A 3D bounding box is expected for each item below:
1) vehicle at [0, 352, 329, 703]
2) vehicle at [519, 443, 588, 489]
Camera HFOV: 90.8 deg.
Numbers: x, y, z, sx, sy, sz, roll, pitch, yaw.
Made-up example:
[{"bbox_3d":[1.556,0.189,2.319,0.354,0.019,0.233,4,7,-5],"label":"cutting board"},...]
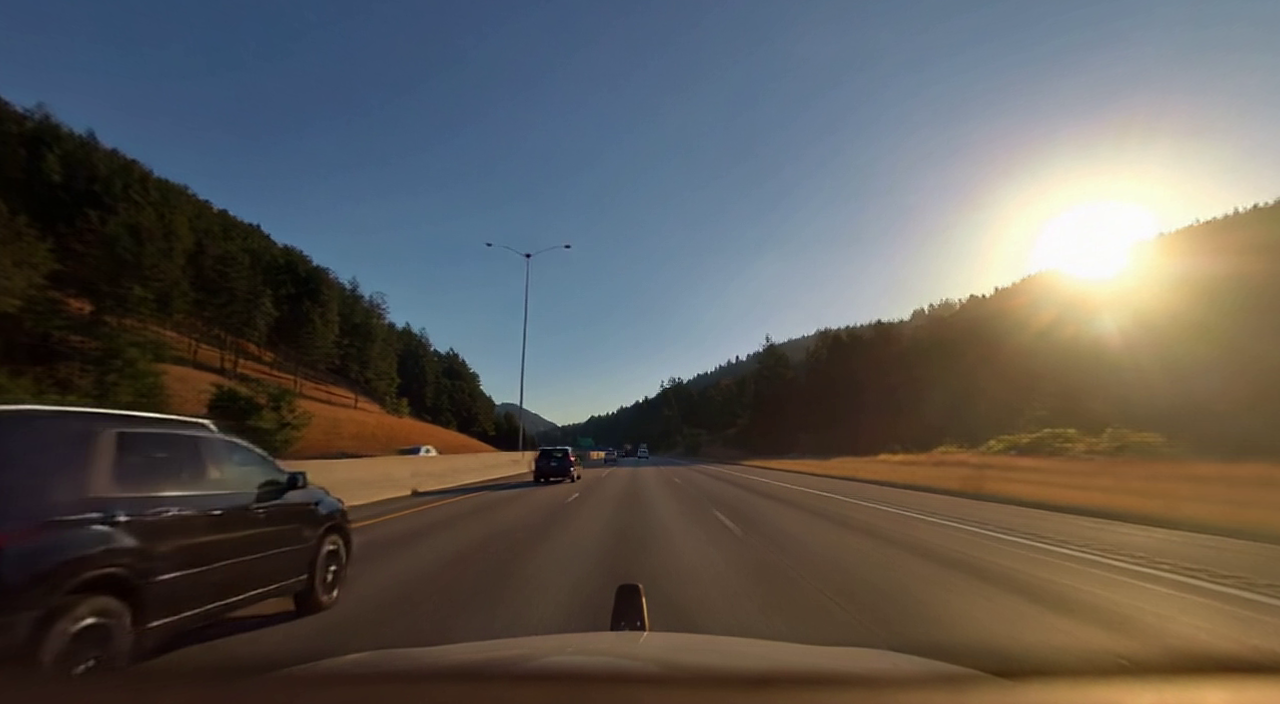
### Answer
[{"bbox_3d":[-3.624,0.904,2.749,2.147,1.708,4.630,0,-9,0],"label":"vehicle"},{"bbox_3d":[-3.127,4.215,23.618,1.944,1.548,4.051,0,-9,1],"label":"vehicle"}]
